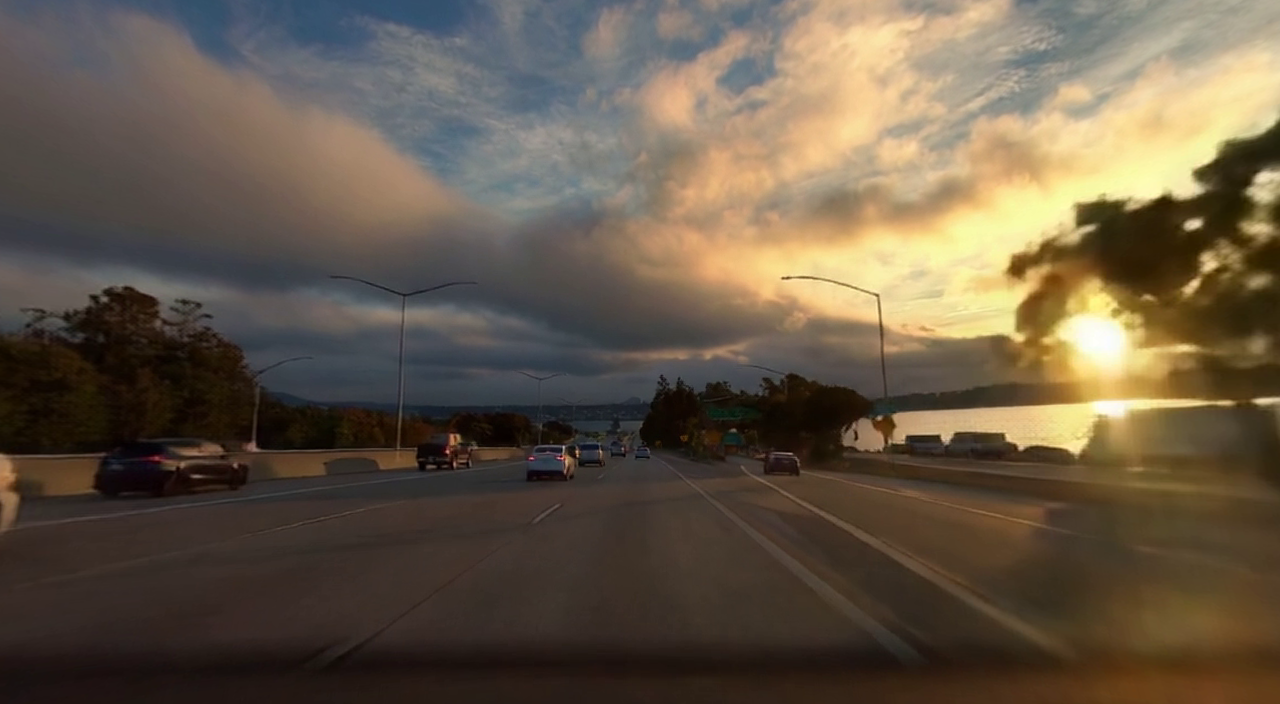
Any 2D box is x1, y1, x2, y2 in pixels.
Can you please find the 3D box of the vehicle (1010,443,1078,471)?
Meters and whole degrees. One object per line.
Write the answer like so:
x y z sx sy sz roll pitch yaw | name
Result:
26.209 6.799 41.026 1.914 1.667 4.648 -1 -9 9 | vehicle

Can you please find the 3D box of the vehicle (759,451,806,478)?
8.796 6.953 39.221 2.153 1.510 4.646 0 -9 4 | vehicle

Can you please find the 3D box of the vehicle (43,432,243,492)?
-14.647 3.264 19.026 2.050 1.537 4.768 0 -9 2 | vehicle

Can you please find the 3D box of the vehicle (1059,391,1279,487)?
25.475 4.154 29.745 4.211 3.637 11.169 0 -8 3 | vehicle

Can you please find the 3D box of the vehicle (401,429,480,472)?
-10.975 5.478 35.207 2.442 2.191 5.760 0 -9 1 | vehicle

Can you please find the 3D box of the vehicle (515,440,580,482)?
-4.039 4.866 28.334 2.132 1.708 4.571 0 -9 2 | vehicle
